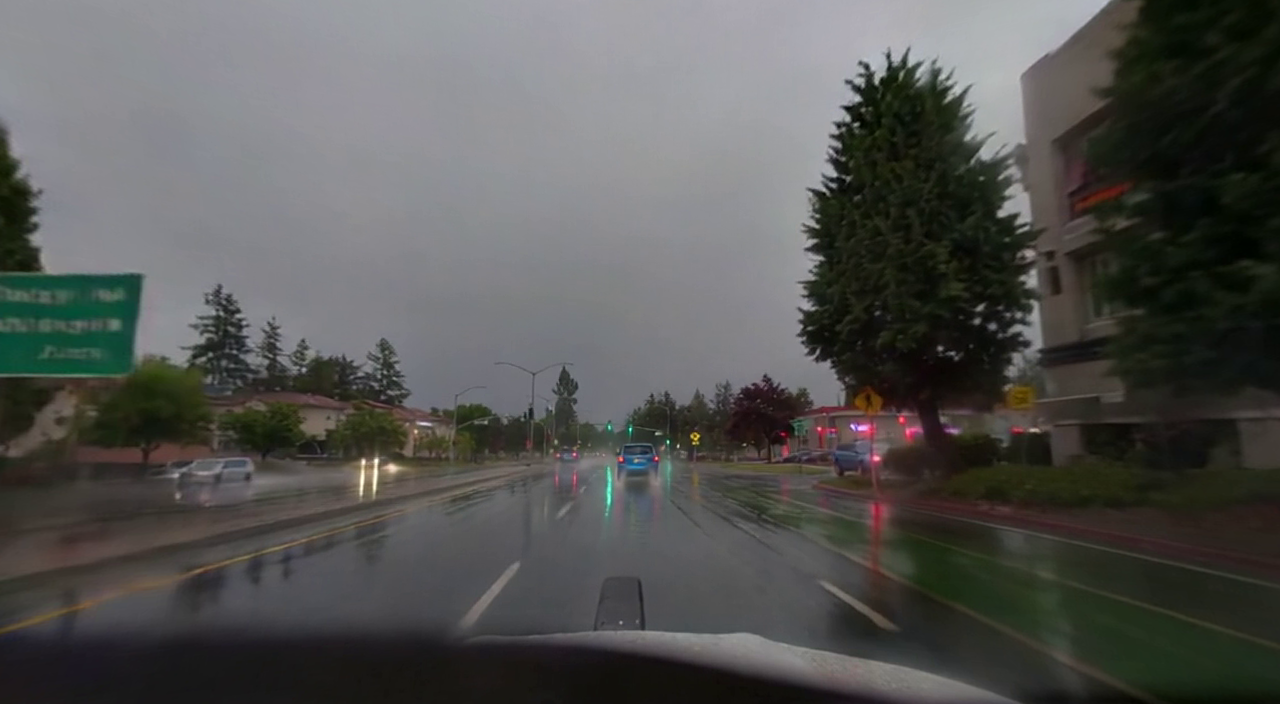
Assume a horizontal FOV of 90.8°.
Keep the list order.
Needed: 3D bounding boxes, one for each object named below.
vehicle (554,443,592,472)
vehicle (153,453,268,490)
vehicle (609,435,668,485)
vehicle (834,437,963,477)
[{"bbox_3d":[-4.553,7.247,43.604,2.202,1.856,4.516,0,-9,-1],"label":"vehicle"},{"bbox_3d":[-20.333,5.648,30.241,2.004,1.546,5.015,0,-9,-1],"label":"vehicle"},{"bbox_3d":[-0.121,4.579,27.051,2.273,1.909,5.075,0,-9,-1],"label":"vehicle"},{"bbox_3d":[12.871,5.259,31.762,5.506,1.850,2.156,0,-9,0],"label":"vehicle"}]
